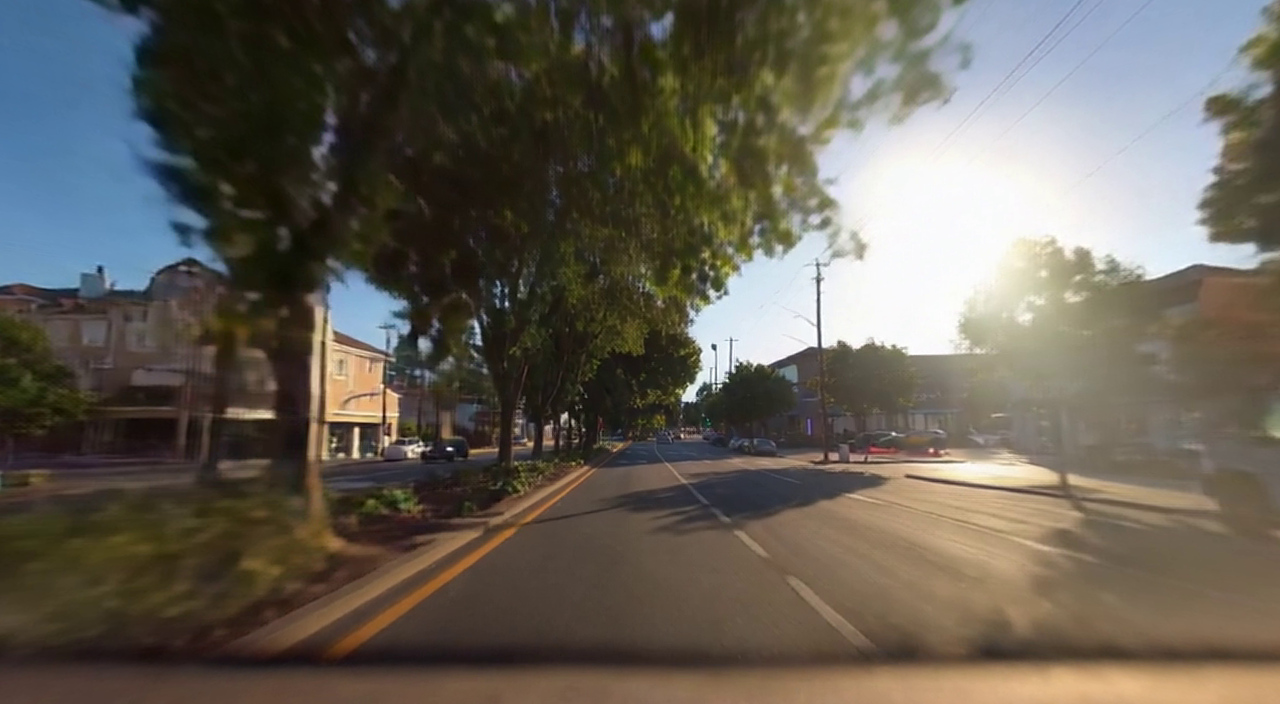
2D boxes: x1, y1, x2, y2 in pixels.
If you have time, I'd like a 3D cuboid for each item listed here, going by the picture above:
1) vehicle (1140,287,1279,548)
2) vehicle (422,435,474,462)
[{"bbox_3d":[9.712,0.550,6.187,2.684,3.381,8.336,0,-9,0],"label":"vehicle"},{"bbox_3d":[-12.753,6.449,42.232,2.027,1.647,4.385,0,-8,1],"label":"vehicle"}]
